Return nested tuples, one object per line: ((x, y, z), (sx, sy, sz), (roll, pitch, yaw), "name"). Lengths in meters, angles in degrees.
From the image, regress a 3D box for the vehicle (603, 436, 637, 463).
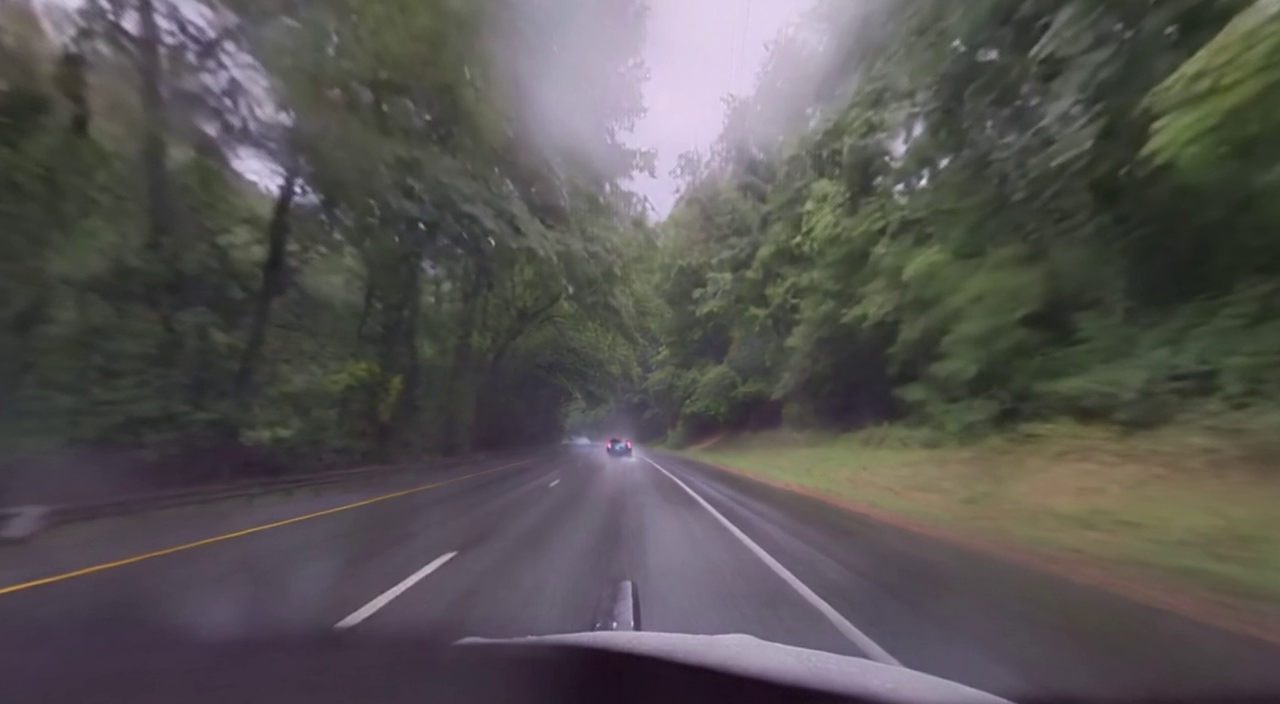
((-1.234, 5.986, 38.913), (2.004, 1.515, 3.968), (0, -8, -2), "vehicle")
